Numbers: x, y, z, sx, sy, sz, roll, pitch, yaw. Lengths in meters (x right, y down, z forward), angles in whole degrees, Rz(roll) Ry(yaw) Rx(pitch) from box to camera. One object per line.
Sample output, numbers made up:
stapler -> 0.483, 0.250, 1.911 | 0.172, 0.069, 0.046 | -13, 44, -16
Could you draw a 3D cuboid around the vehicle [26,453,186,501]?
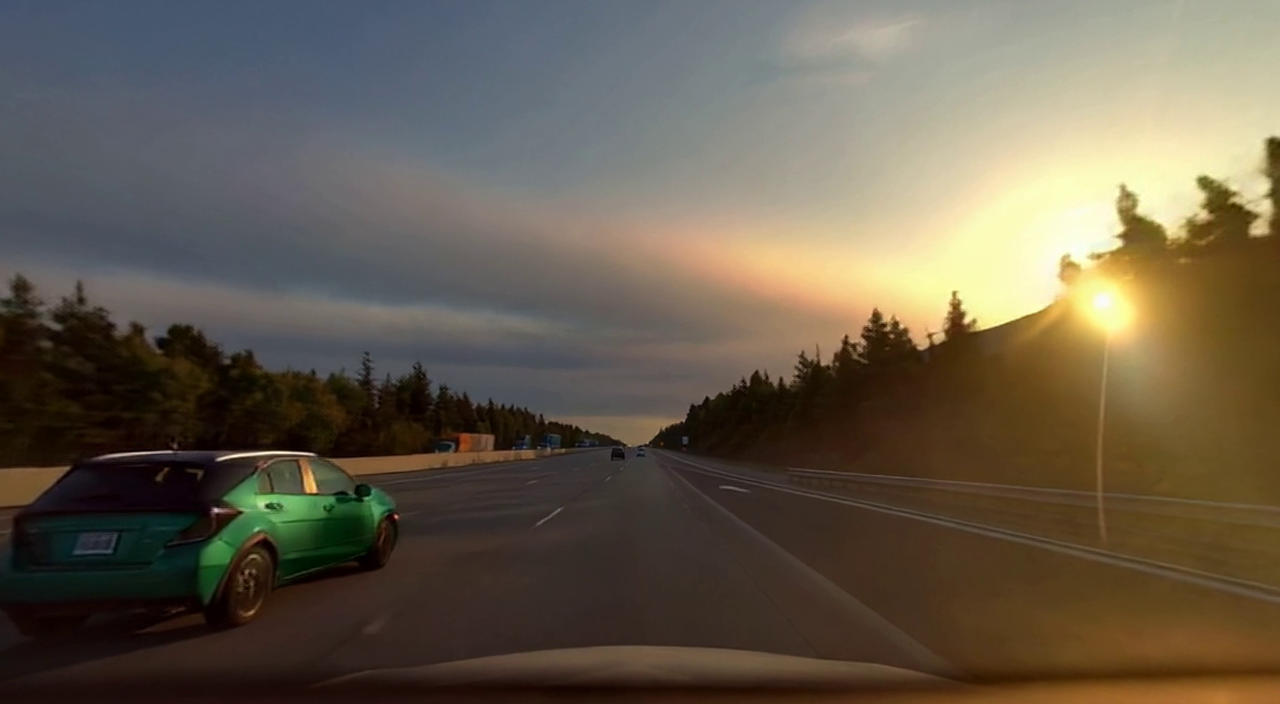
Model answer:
vehicle -> -18.797, 4.392, 22.508 | 1.861, 1.480, 4.413 | 0, -9, 0
